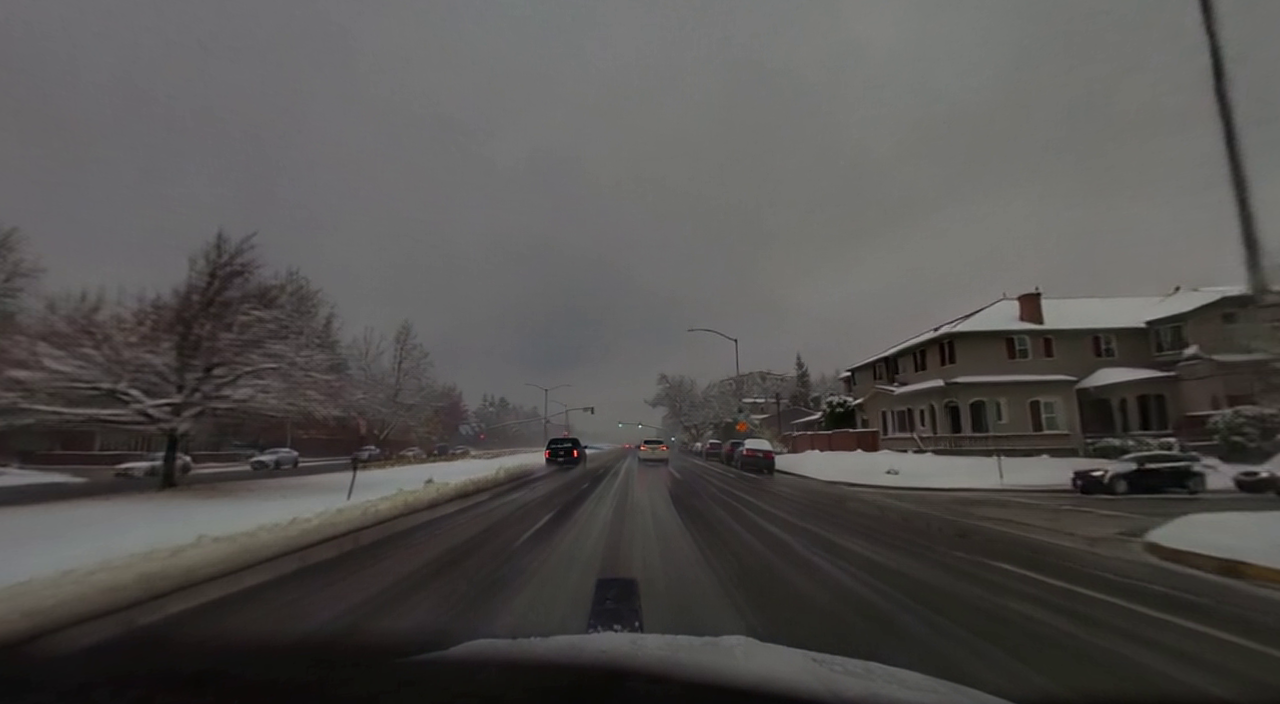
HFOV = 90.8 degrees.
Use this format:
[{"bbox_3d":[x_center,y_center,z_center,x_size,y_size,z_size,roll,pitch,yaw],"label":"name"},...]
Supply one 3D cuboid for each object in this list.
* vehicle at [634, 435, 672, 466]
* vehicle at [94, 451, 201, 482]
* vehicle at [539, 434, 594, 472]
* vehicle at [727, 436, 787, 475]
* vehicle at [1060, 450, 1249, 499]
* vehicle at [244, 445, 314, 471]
[{"bbox_3d":[0.766,6.316,40.614,2.273,1.851,5.075,0,-9,-1],"label":"vehicle"},{"bbox_3d":[-25.568,5.905,33.020,1.839,1.463,4.705,0,-9,-1],"label":"vehicle"},{"bbox_3d":[-3.618,5.104,32.000,2.233,1.775,4.491,0,-9,0],"label":"vehicle"},{"bbox_3d":[5.891,5.272,32.433,2.154,1.824,4.782,0,-9,0],"label":"vehicle"},{"bbox_3d":[16.511,3.919,20.454,4.459,1.455,1.901,0,-9,-1],"label":"vehicle"},{"bbox_3d":[-25.700,7.554,45.214,2.018,1.721,4.735,0,-9,2],"label":"vehicle"}]
